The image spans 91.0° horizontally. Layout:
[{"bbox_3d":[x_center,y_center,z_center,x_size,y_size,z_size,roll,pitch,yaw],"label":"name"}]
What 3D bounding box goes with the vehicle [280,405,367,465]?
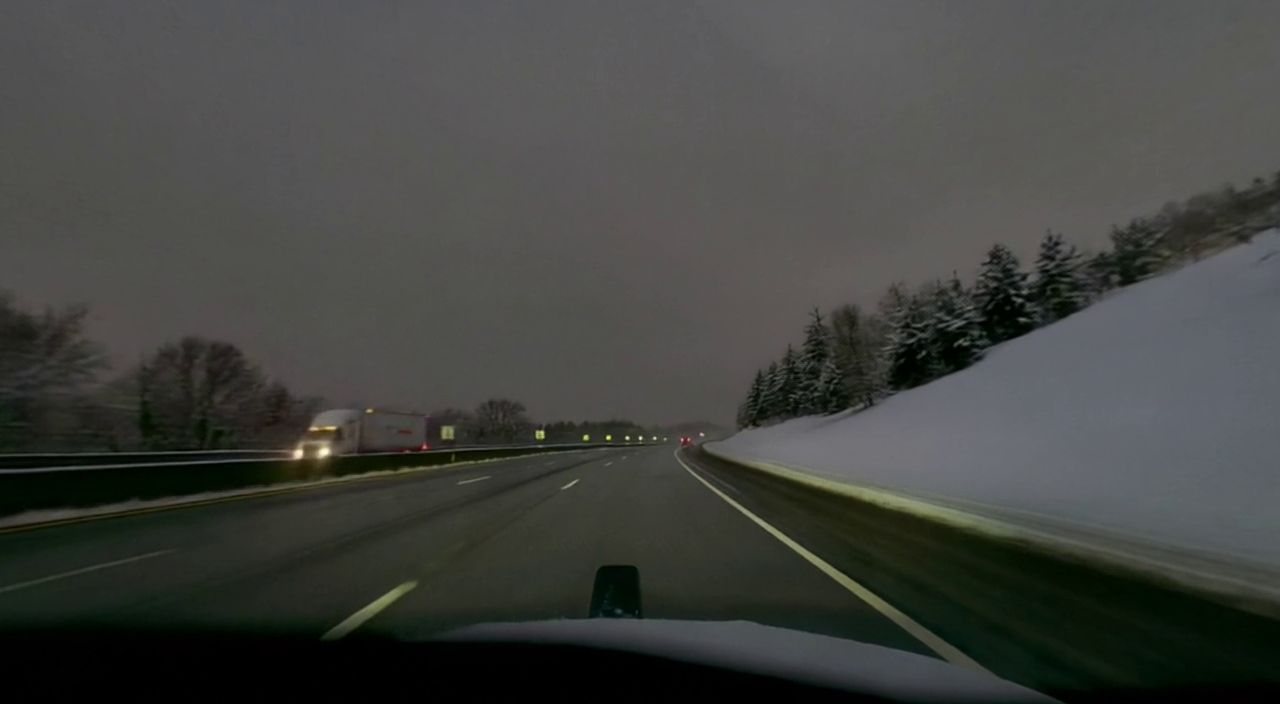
[{"bbox_3d":[-22.290,5.933,44.741,2.958,3.973,5.792,0,-8,2],"label":"vehicle"}]
